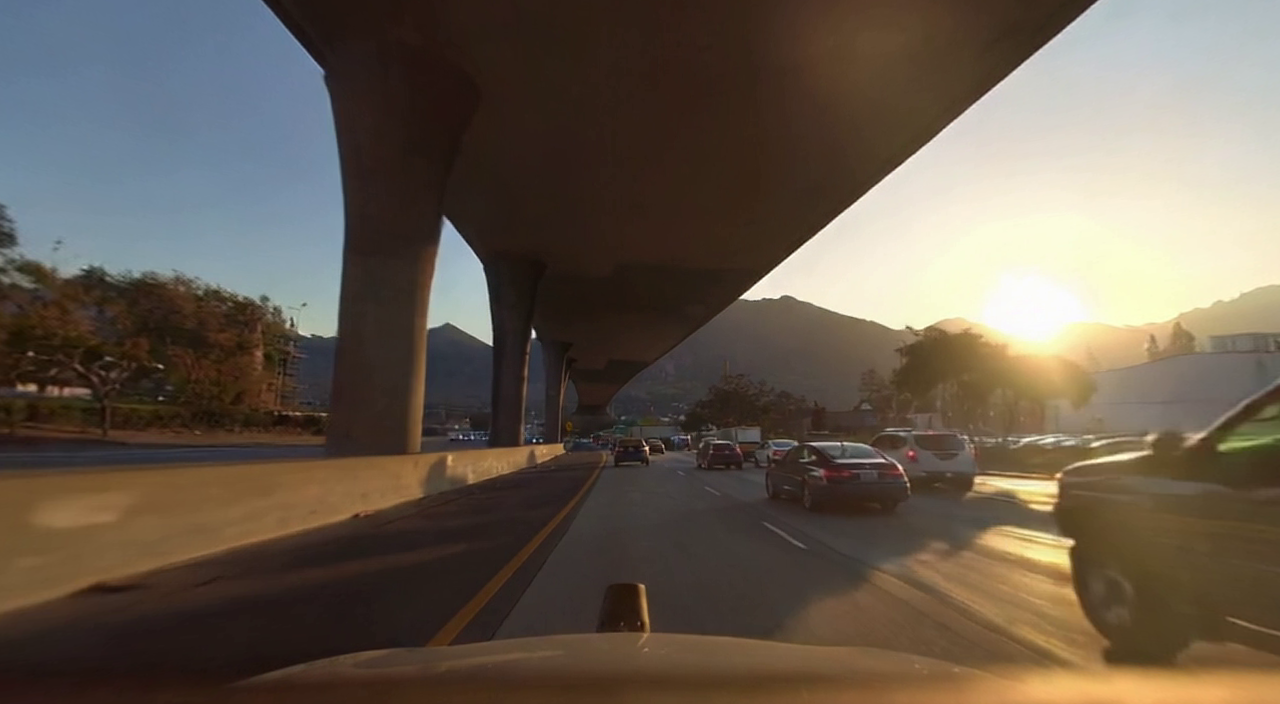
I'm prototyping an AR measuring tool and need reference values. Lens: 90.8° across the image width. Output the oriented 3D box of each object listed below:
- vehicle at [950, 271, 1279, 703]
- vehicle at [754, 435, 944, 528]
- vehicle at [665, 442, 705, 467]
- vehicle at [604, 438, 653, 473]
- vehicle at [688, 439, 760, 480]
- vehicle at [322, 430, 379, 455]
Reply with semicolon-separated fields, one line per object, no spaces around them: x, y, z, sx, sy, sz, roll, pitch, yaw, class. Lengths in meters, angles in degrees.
4.061;0.571;1.748;2.747;2.061;7.011;0;-9;-1;vehicle
3.804;2.441;12.604;1.923;1.462;4.895;0;-9;-3;vehicle
2.802;6.495;40.309;1.905;1.491;4.468;0;-9;-4;vehicle
-0.644;5.060;31.068;2.266;1.549;3.978;0;-9;-3;vehicle
3.292;4.321;25.649;2.057;1.517;4.538;0;-9;-3;vehicle
-20.016;6.325;43.891;1.965;1.627;4.533;0;-9;-2;vehicle
